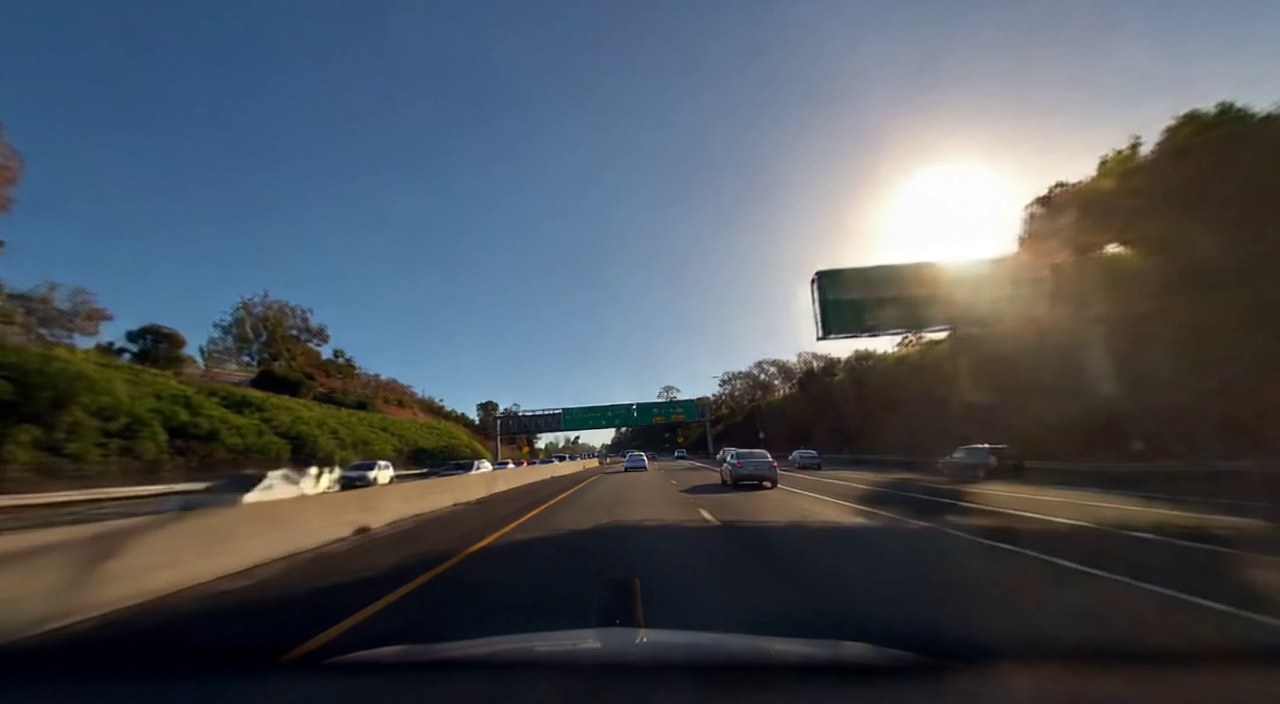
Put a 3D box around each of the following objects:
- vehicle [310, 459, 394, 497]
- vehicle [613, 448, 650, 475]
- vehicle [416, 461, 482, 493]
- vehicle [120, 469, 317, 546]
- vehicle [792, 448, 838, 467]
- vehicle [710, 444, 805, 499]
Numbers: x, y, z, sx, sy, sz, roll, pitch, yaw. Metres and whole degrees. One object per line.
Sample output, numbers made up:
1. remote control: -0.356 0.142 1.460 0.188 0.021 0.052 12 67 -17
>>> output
1. vehicle: -14.305 6.264 31.715 1.915 1.624 4.872 0 -8 0
2. vehicle: -0.477 6.527 37.869 2.090 1.510 4.280 0 -8 0
3. vehicle: -10.090 6.630 33.791 2.069 1.447 4.361 0 -8 1
4. vehicle: -10.630 3.909 16.428 1.791 1.523 4.364 -1 -8 5
5. vehicle: 13.187 7.963 47.925 2.042 1.390 4.386 0 -8 -3
6. vehicle: 3.475 3.603 19.508 1.972 1.488 4.335 0 -8 -2
